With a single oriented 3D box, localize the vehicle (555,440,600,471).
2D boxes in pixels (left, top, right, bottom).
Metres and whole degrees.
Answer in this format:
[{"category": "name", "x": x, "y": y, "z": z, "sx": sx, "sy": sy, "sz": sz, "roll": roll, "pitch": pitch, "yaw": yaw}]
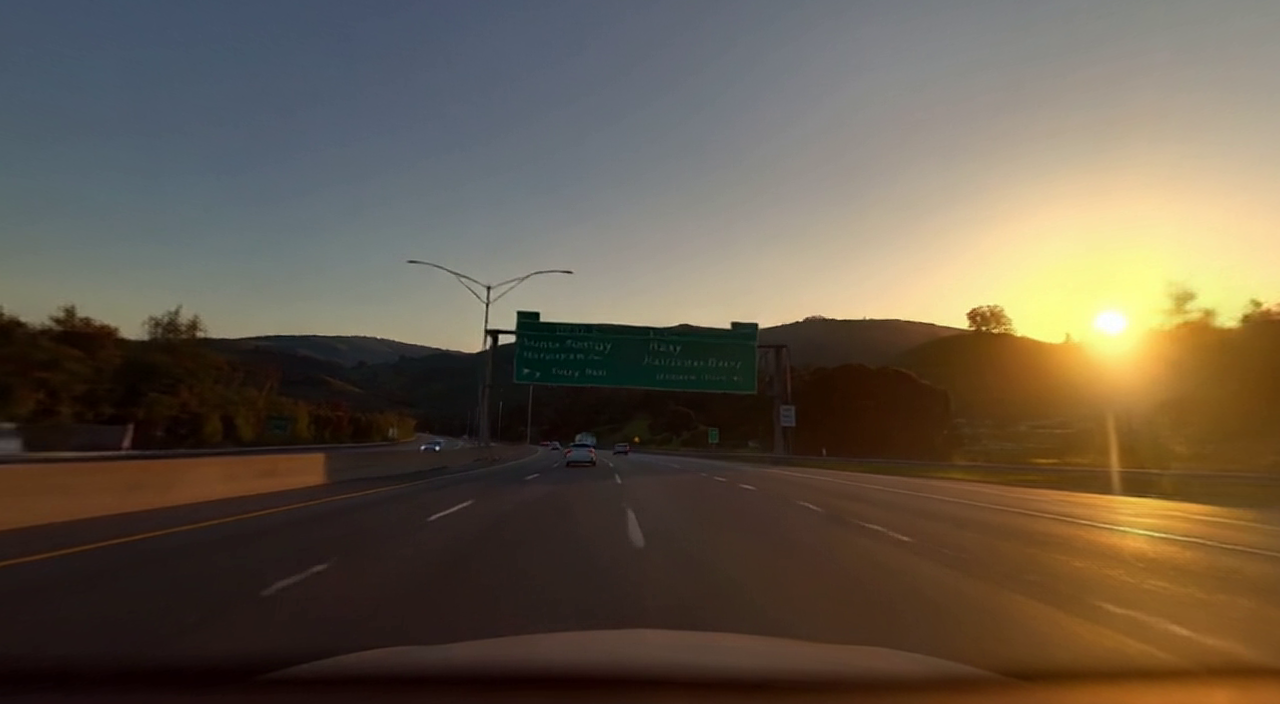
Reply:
[{"category": "vehicle", "x": -3.230, "y": 5.411, "z": 33.252, "sx": 2.193, "sy": 1.497, "sz": 4.337, "roll": 0, "pitch": -8, "yaw": -4}]
